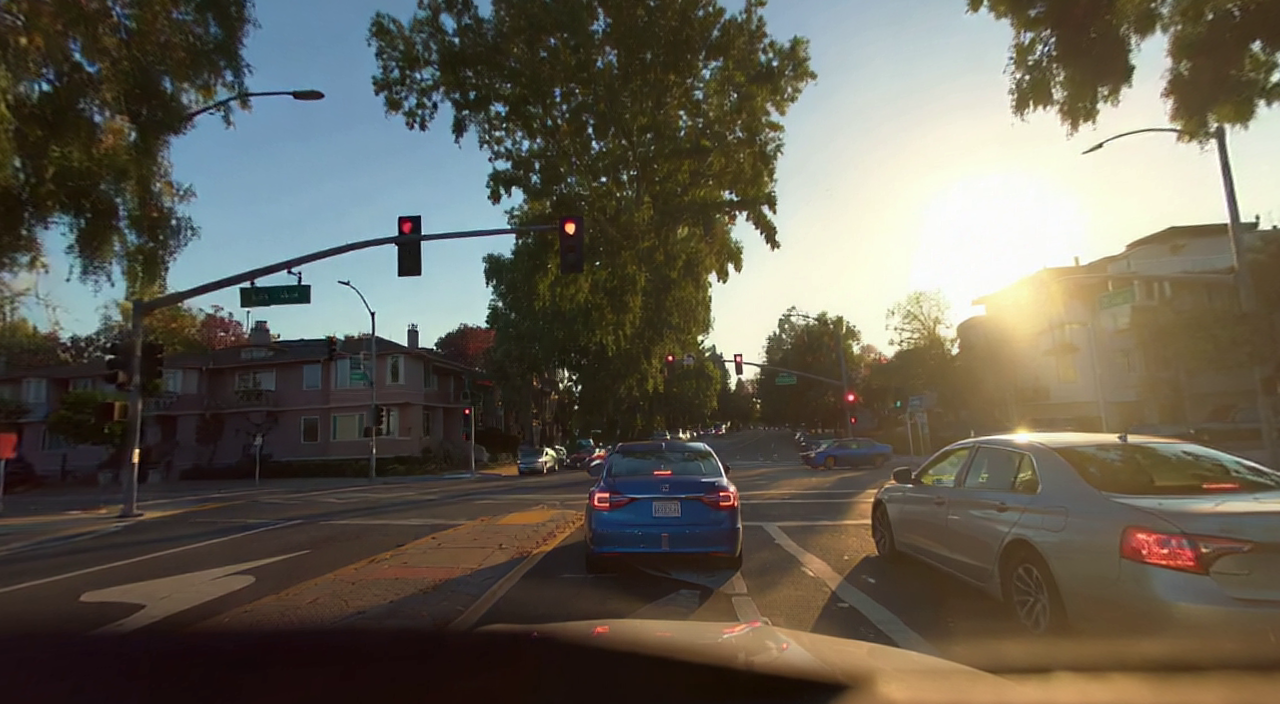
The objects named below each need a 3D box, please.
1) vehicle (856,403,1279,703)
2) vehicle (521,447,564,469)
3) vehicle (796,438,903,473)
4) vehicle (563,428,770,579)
[{"bbox_3d":[3.657,1.343,5.445,1.888,1.486,4.681,0,-9,-1],"label":"vehicle"},{"bbox_3d":[-6.942,7.585,45.282,2.093,1.476,4.278,-1,-9,4],"label":"vehicle"},{"bbox_3d":[9.573,4.712,28.975,4.229,1.490,1.854,1,-9,-11],"label":"vehicle"},{"bbox_3d":[0.300,1.819,8.333,2.090,1.505,3.756,-1,-9,1],"label":"vehicle"}]
